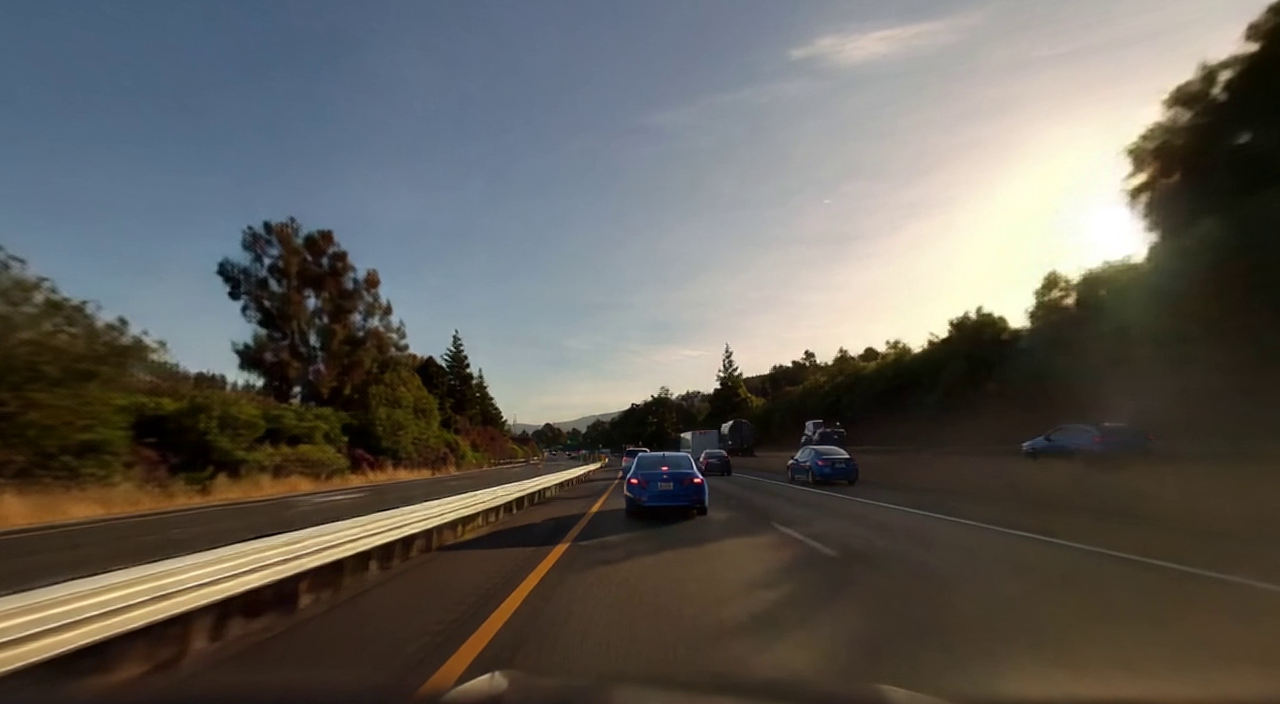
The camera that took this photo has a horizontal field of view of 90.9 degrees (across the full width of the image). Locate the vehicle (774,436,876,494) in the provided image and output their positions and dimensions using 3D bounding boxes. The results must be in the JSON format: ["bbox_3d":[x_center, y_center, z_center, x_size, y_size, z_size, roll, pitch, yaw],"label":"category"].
[{"bbox_3d":[6.408,3.979,22.502,2.177,1.827,4.565,0,-9,-1],"label":"vehicle"}]

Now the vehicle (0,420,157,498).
[{"bbox_3d":[-33.439,6.305,37.632,2.902,3.981,7.819,-3,-8,0],"label":"vehicle"}]

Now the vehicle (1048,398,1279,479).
[{"bbox_3d":[31.635,5.383,38.371,2.822,3.996,14.073,1,-9,-7],"label":"vehicle"}]

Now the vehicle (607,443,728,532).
[{"bbox_3d":[0.444,2.631,12.776,2.076,1.485,3.774,0,-9,-1],"label":"vehicle"}]

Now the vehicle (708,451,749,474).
[{"bbox_3d":[5.978,7.497,43.102,2.015,1.454,4.324,0,-9,-2],"label":"vehicle"}]
